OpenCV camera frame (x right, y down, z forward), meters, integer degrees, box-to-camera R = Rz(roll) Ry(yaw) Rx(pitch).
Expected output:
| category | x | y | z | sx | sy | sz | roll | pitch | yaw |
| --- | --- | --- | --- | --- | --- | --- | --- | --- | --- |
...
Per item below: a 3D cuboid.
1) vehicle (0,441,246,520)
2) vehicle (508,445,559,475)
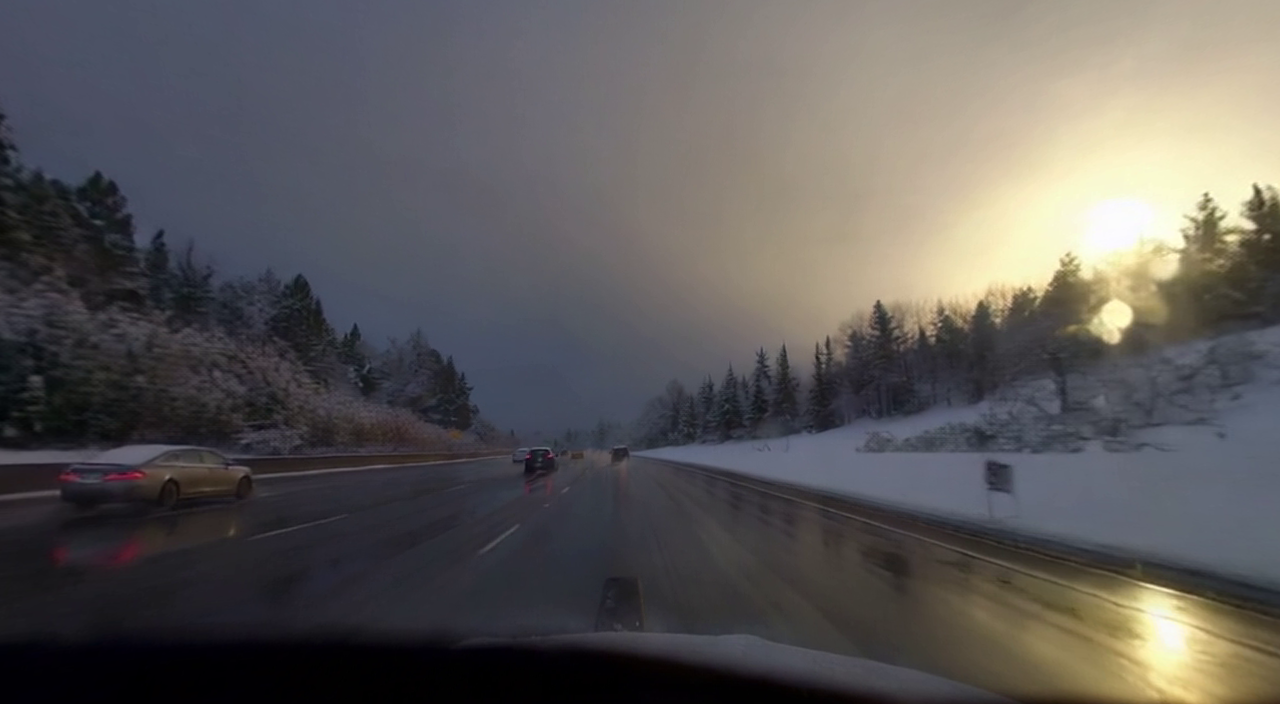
| category | x | y | z | sx | sy | sz | roll | pitch | yaw |
| --- | --- | --- | --- | --- | --- | --- | --- | --- | --- |
| vehicle | -11.448 | 2.807 | 14.372 | 1.960 | 1.487 | 4.593 | 0 | -9 | -1 |
| vehicle | -5.394 | 5.530 | 32.449 | 2.120 | 1.458 | 4.031 | 0 | -9 | -3 |
